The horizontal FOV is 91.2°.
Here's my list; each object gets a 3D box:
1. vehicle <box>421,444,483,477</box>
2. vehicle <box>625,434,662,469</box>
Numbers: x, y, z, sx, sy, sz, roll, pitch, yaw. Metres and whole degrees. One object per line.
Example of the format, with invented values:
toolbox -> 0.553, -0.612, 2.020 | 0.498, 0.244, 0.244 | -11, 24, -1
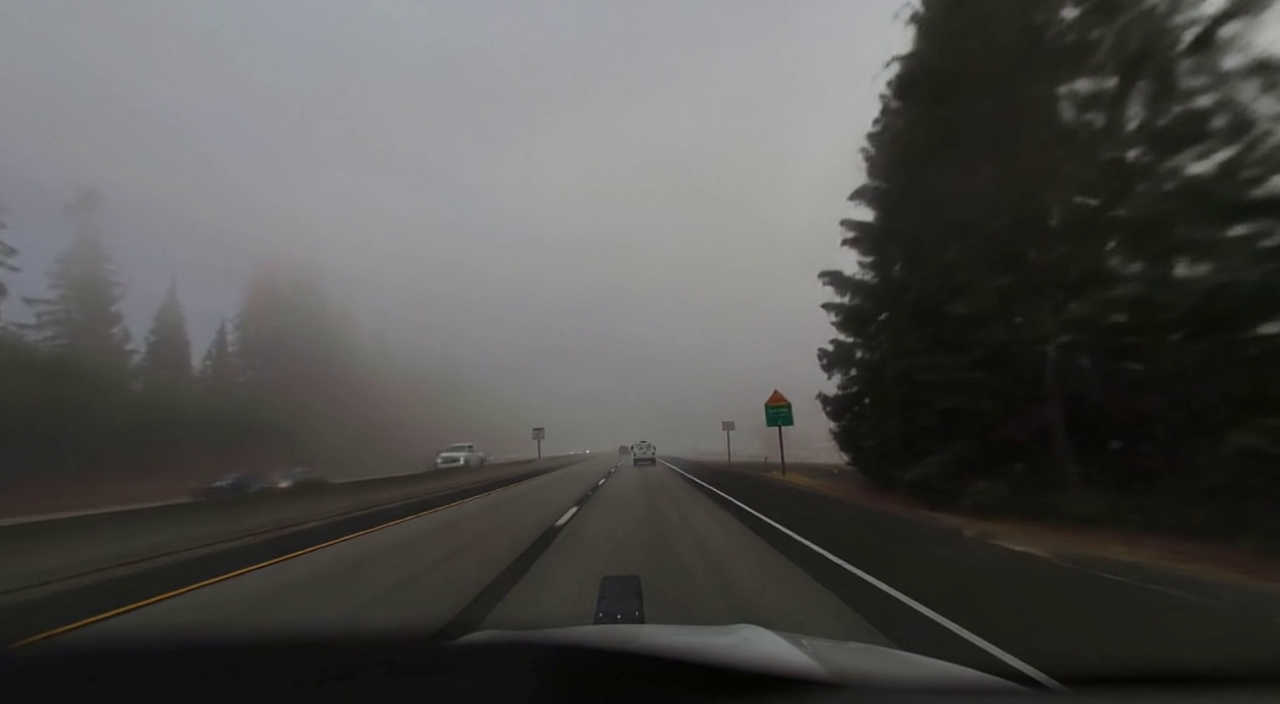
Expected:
vehicle -> -12.160, 7.055, 41.029 | 2.243, 1.979, 5.607 | -1, -9, 1
vehicle -> 0.251, 6.421, 40.496 | 2.268, 2.122, 4.595 | -1, -9, 1
